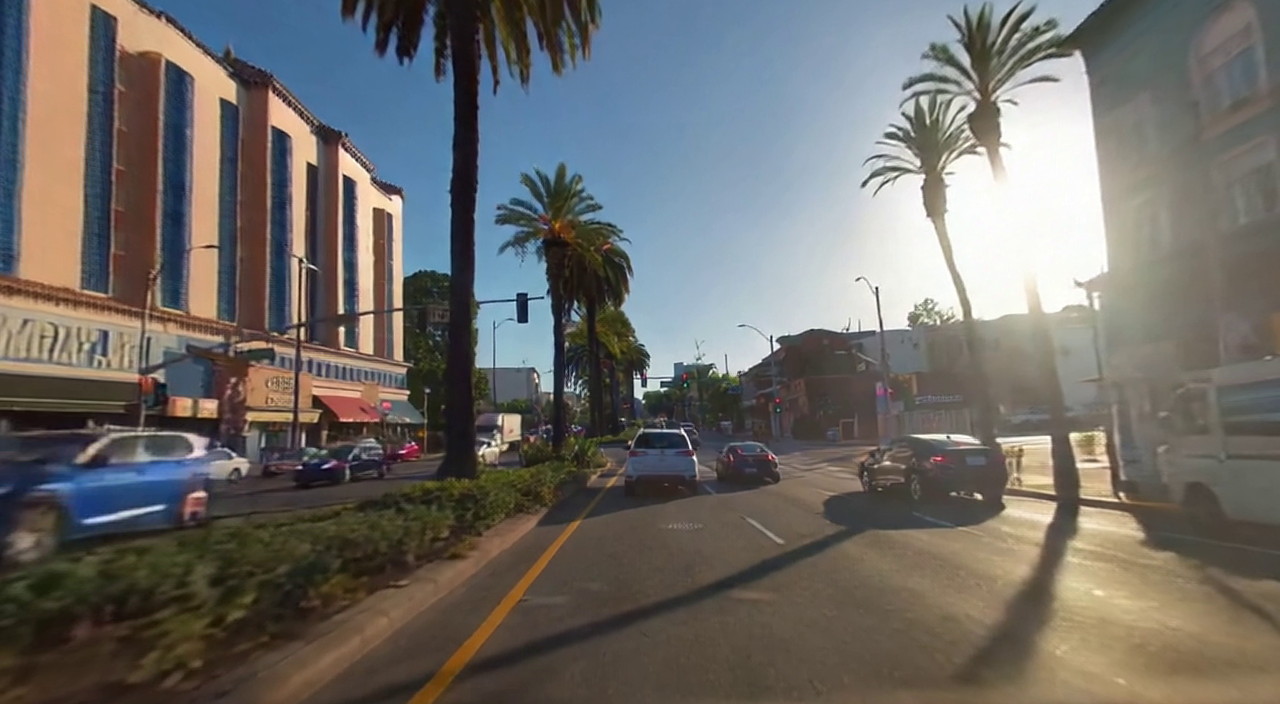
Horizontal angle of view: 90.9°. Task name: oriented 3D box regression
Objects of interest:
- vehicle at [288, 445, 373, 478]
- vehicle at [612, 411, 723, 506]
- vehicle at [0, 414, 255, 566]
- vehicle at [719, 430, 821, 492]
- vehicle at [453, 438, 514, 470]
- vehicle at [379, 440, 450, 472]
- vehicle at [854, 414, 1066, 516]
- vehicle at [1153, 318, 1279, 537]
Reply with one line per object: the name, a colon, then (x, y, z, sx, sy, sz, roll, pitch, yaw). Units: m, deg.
vehicle: (-15.103, 5.361, 31.097, 1.858, 1.465, 4.368, -1, -9, 2)
vehicle: (0.634, 2.807, 16.919, 2.487, 2.115, 5.444, 0, -9, 1)
vehicle: (-8.317, 1.918, 9.443, 2.050, 1.725, 4.677, 0, -9, 1)
vehicle: (3.989, 3.453, 20.363, 2.283, 1.738, 4.916, 0, -9, 0)
vehicle: (-8.065, 5.301, 32.900, 1.937, 1.530, 4.107, -1, -9, 3)
vehicle: (-11.374, 5.288, 32.139, 2.011, 1.520, 3.902, -1, -9, 3)
vehicle: (7.189, 2.625, 15.079, 2.215, 1.973, 5.323, 0, -9, 0)
vehicle: (10.296, 0.961, 8.022, 2.663, 3.061, 5.602, -2, -4, -1)
